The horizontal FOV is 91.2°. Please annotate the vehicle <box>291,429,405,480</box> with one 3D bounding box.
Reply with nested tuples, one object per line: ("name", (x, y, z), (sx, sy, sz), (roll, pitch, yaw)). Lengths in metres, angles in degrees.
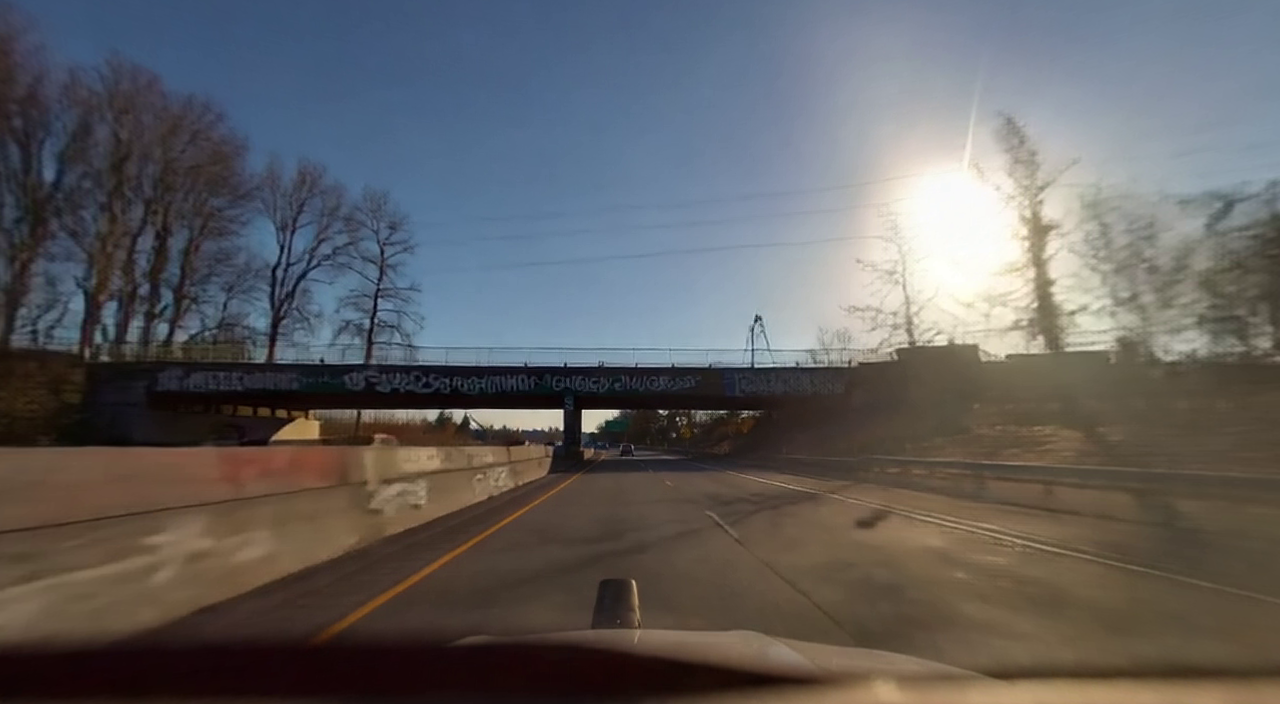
("vehicle", (-9.697, 3.453, 21.223), (1.877, 1.519, 4.222), (0, -9, -1))
